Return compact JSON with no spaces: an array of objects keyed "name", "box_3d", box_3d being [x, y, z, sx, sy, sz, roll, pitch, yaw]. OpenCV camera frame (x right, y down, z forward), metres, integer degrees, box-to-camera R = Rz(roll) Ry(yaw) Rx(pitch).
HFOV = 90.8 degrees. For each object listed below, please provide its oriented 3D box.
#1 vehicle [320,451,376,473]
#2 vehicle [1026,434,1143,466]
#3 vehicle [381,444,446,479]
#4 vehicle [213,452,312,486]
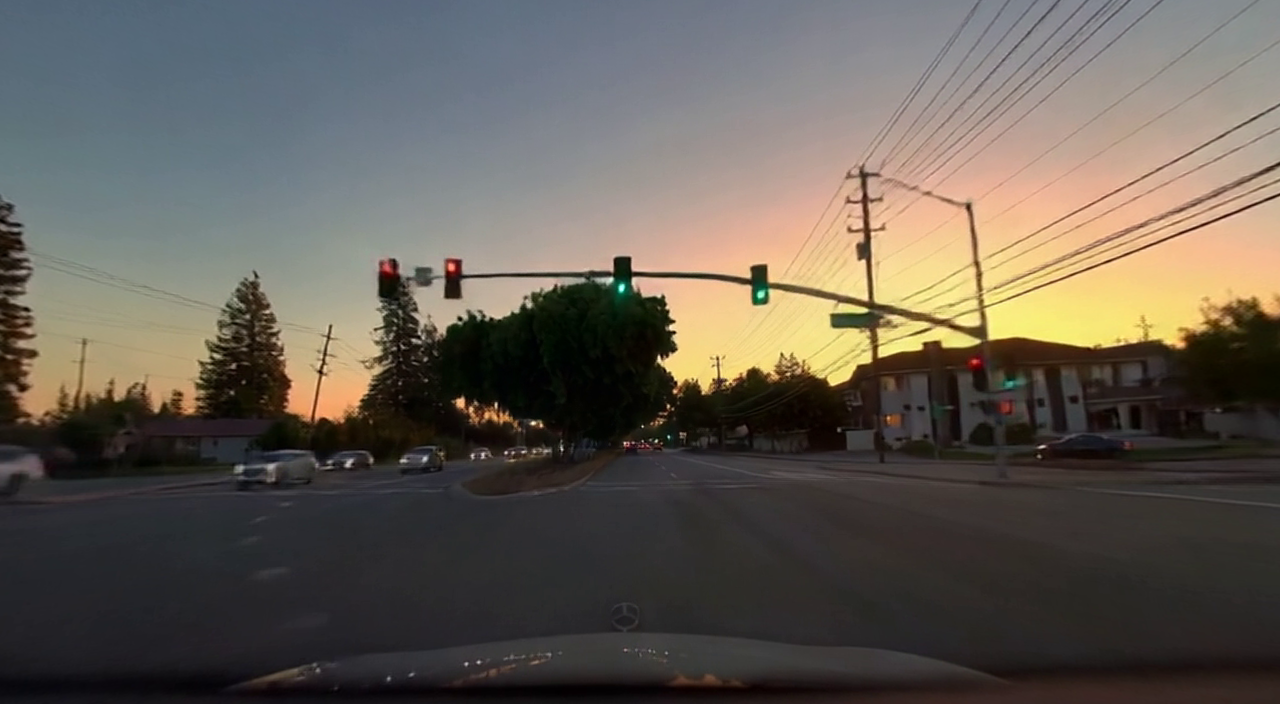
[{"name":"vehicle","box_3d":[-21.978,8.290,47.747,2.002,1.489,4.734,0,-8,-1]},{"name":"vehicle","box_3d":[21.898,4.852,31.247,4.439,1.454,1.842,-8,-11,41]},{"name":"vehicle","box_3d":[-12.010,5.777,33.807,1.912,1.509,4.425,-4,-7,-1]},{"name":"vehicle","box_3d":[-18.483,5.736,31.235,1.952,1.469,4.811,0,-8,-1]}]
